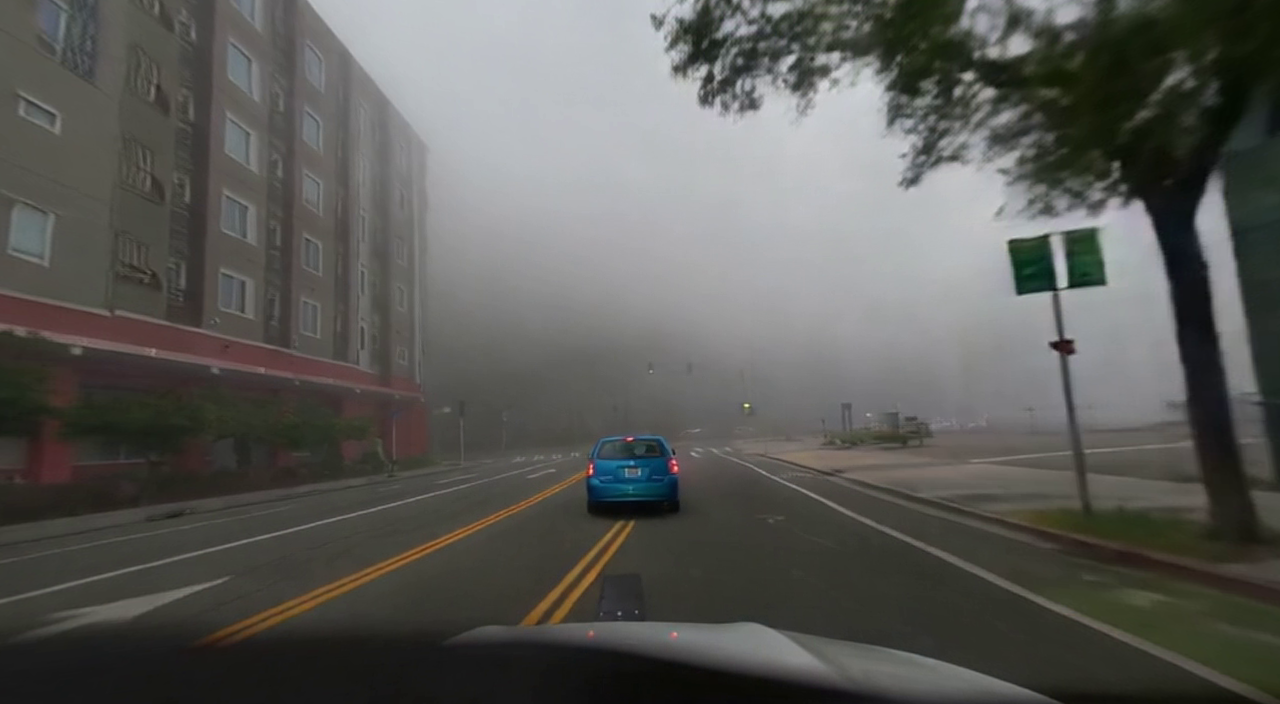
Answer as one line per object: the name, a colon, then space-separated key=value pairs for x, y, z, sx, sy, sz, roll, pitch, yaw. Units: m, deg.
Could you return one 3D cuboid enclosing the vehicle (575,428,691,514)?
vehicle: x=-0.181 y=2.299 z=12.735 sx=1.950 sy=1.401 sz=4.159 roll=0 pitch=-8 yaw=-2
